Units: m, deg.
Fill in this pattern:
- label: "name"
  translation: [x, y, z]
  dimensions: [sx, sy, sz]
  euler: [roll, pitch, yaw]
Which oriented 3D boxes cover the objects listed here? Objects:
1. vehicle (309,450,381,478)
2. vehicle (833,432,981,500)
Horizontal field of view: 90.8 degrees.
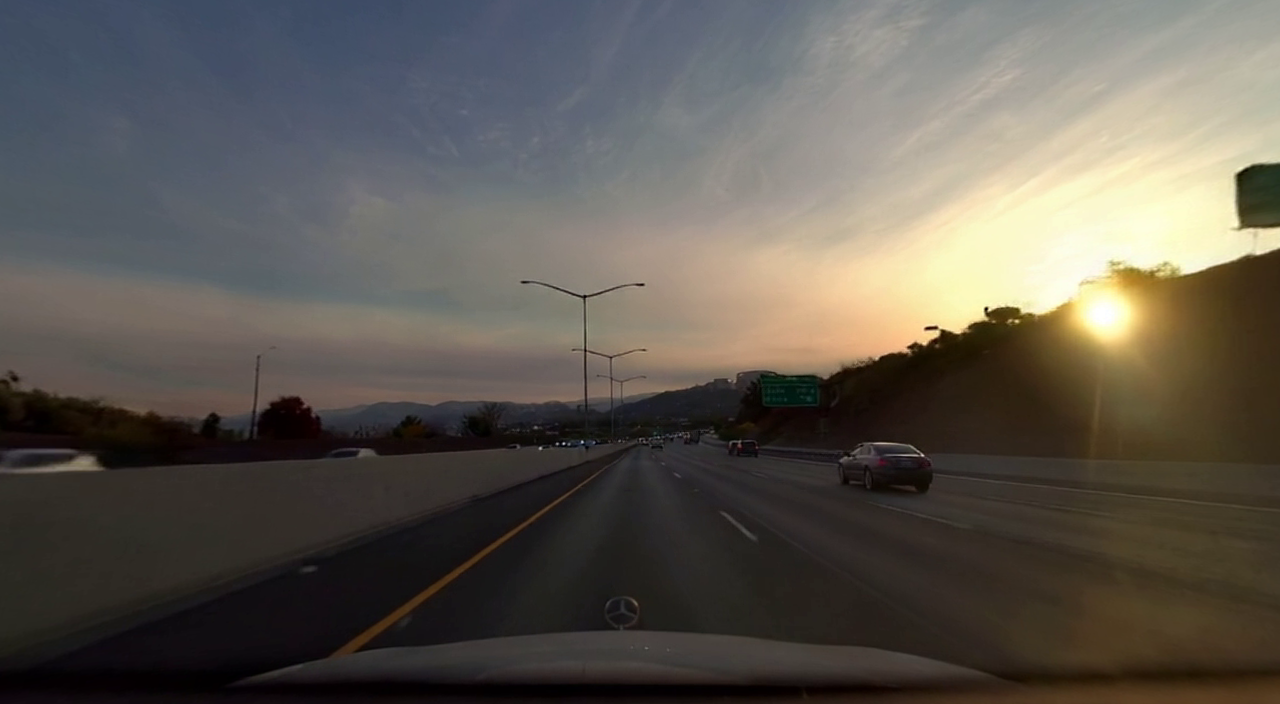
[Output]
- label: "vehicle"
  translation: [-17.108, 6.481, 36.915]
  dimensions: [1.916, 1.497, 4.761]
  euler: [0, -8, 0]
- label: "vehicle"
  translation: [6.952, 3.017, 17.139]
  dimensions: [1.901, 1.548, 4.684]
  euler: [0, -8, -1]
